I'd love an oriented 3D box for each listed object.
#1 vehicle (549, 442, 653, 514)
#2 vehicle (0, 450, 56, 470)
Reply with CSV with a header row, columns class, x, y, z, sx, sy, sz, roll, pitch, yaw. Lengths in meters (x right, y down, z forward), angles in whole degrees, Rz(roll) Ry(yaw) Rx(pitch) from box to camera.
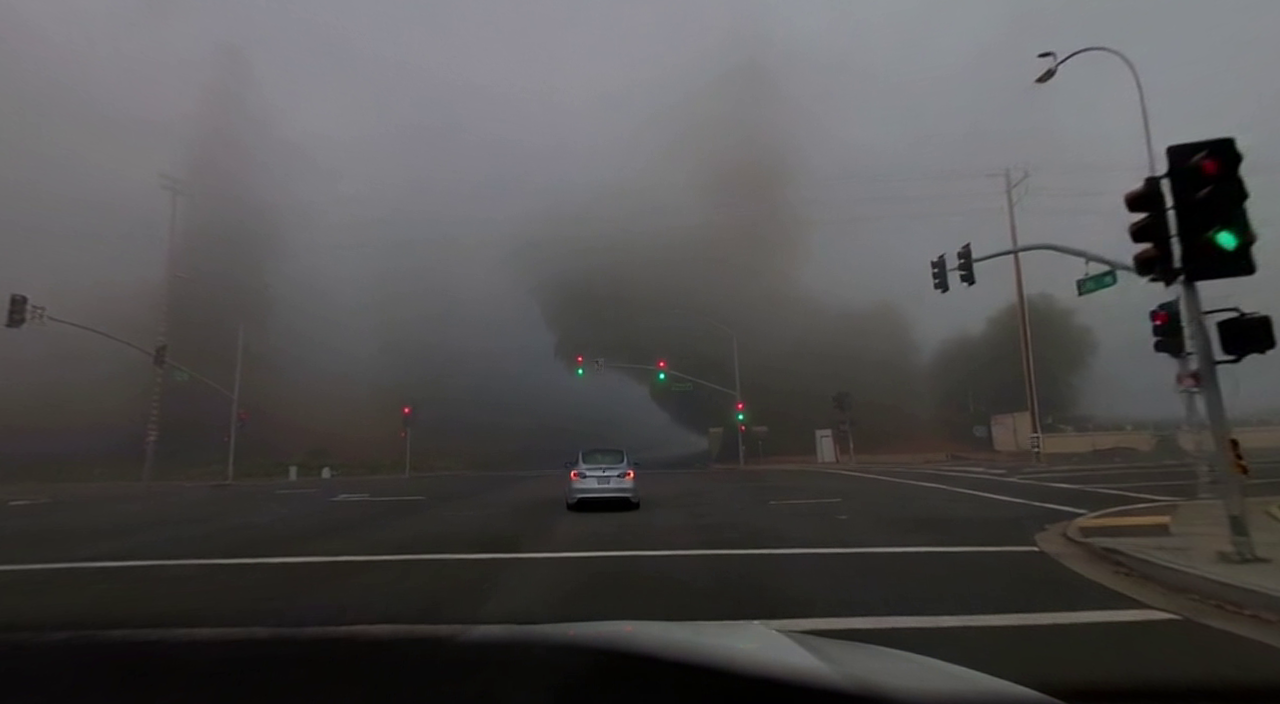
class,x,y,z,sx,sy,sz,roll,pitch,yaw
vehicle,-0.858,2.953,15.351,2.152,1.478,4.229,0,-8,-1
vehicle,-46.578,8.182,48.064,1.792,1.458,4.159,3,-9,-22
